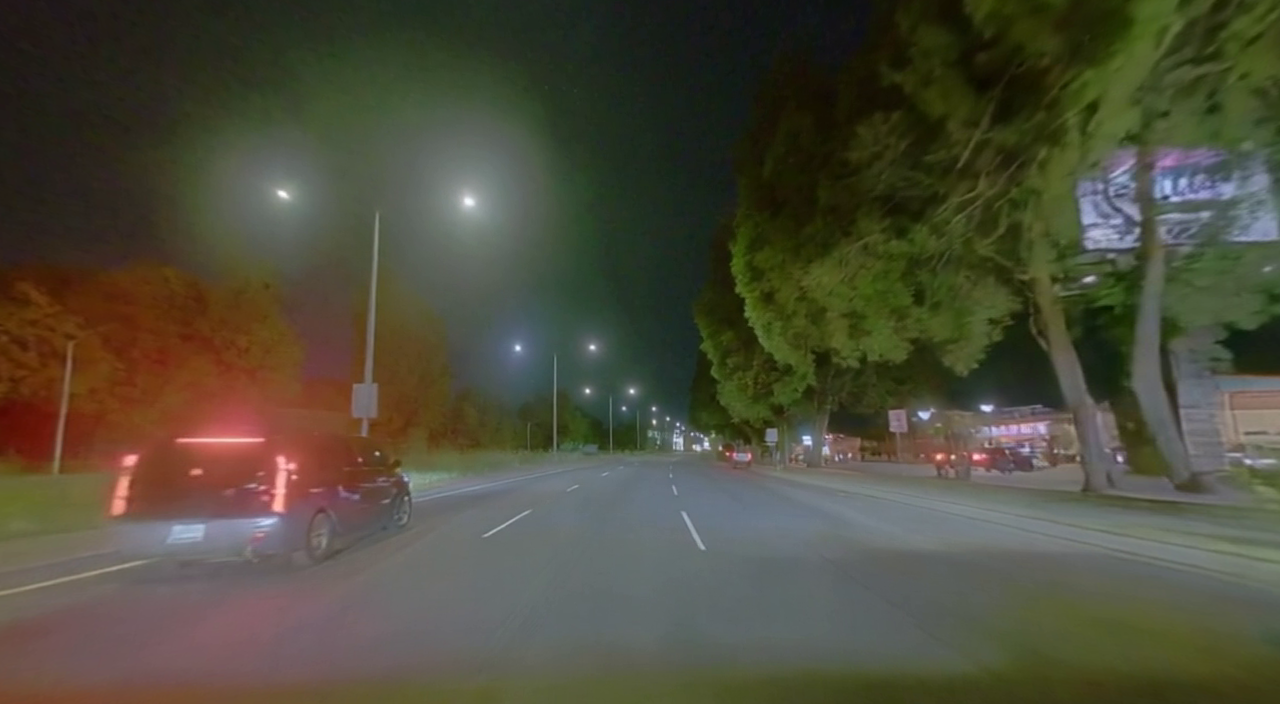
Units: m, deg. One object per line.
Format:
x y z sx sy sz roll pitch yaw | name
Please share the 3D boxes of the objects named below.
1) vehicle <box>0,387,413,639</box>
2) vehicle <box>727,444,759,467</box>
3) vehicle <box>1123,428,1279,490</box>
-4.540 1.563 7.168 2.238 1.864 4.740 0 -9 -1 | vehicle
7.785 7.865 48.137 1.974 1.635 4.043 -1 -9 4 | vehicle
16.598 2.985 17.794 4.355 1.602 1.932 0 -9 -1 | vehicle
